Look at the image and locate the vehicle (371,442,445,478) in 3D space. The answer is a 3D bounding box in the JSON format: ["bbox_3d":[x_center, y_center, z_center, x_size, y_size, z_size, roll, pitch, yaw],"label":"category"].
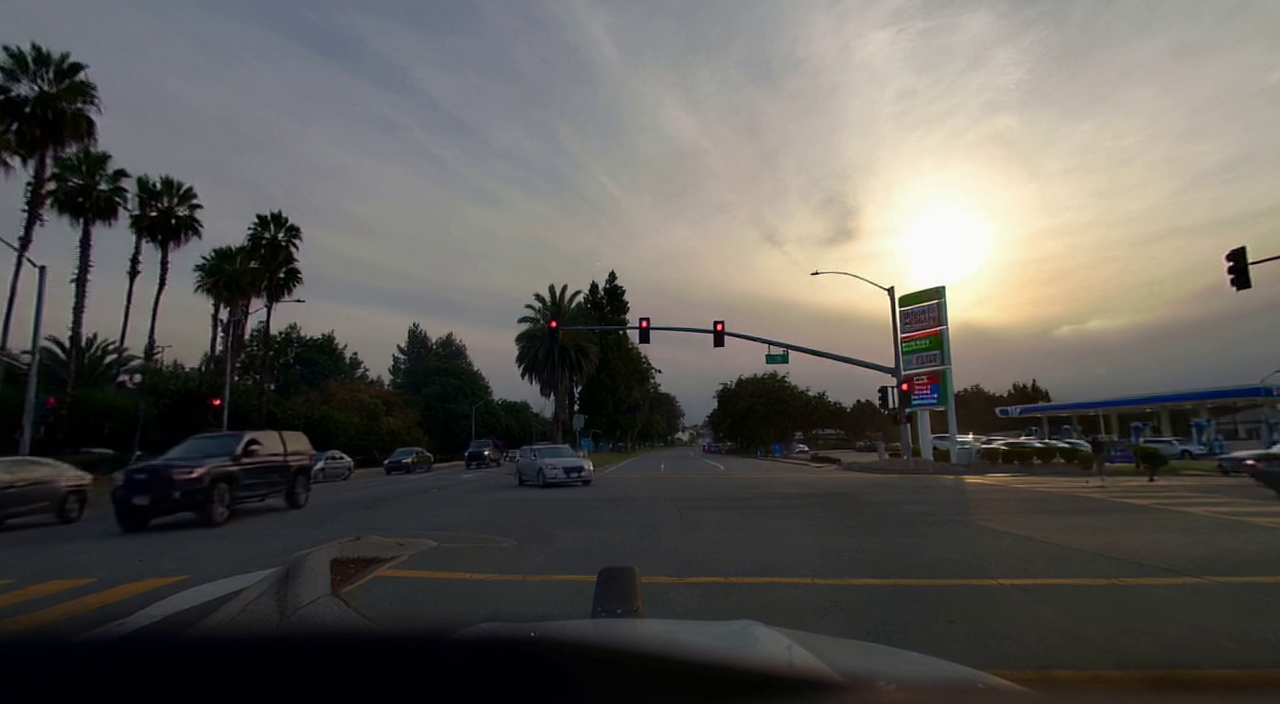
[{"bbox_3d":[-11.856,5.531,32.657,1.973,1.712,4.872,0,-9,0],"label":"vehicle"}]

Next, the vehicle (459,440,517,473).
[{"bbox_3d":[-8.526,5.911,35.950,2.124,1.701,4.551,0,-9,1],"label":"vehicle"}]

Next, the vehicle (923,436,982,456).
[{"bbox_3d":[22.550,6.770,45.661,3.356,1.395,1.559,0,-9,-1],"label":"vehicle"}]

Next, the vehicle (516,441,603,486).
[{"bbox_3d":[-3.089,4.068,23.360,1.983,1.464,4.579,4,-9,-23],"label":"vehicle"}]

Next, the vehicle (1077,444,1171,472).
[{"bbox_3d":[24.270,5.304,31.739,3.474,1.376,1.538,0,-9,-2],"label":"vehicle"}]

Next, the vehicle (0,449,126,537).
[{"bbox_3d":[-11.768,2.423,10.926,1.966,1.455,4.493,0,-9,-1],"label":"vehicle"}]

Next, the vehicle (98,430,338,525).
[{"bbox_3d":[-8.489,2.552,13.329,2.156,1.662,4.186,0,-9,0],"label":"vehicle"}]
